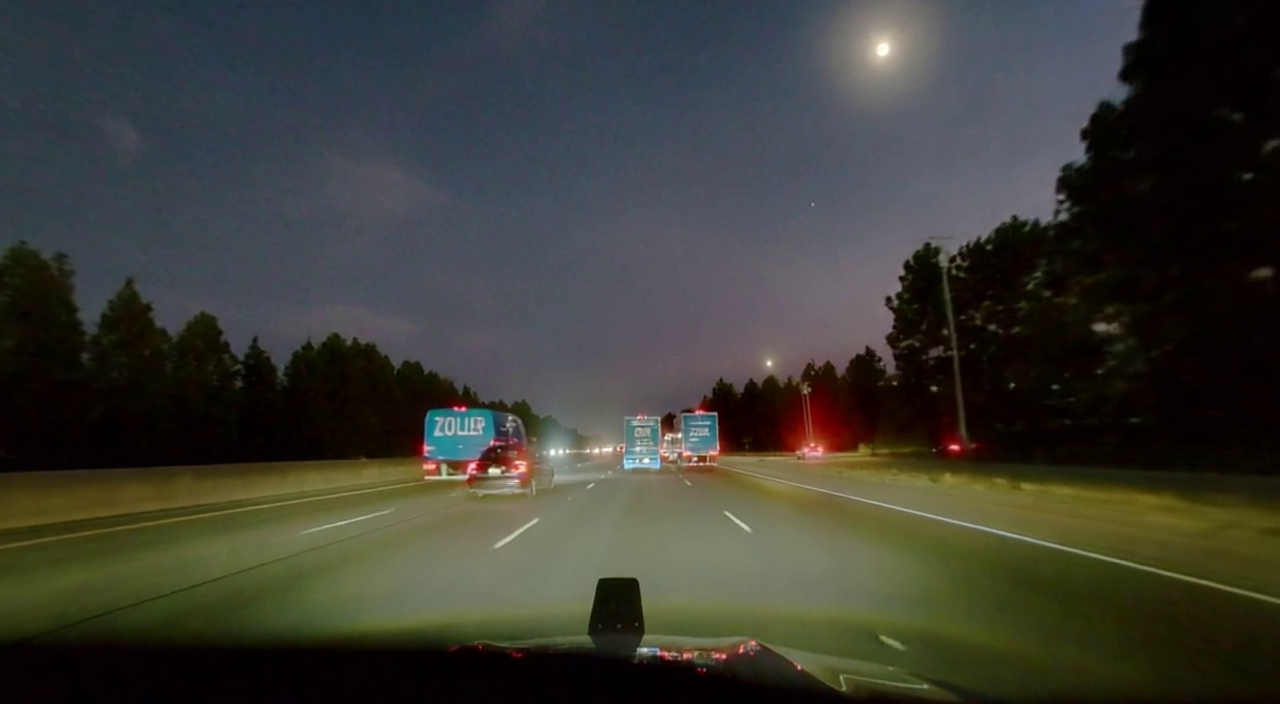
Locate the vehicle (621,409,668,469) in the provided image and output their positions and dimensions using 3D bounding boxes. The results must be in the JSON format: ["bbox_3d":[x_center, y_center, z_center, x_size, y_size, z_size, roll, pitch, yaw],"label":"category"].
[{"bbox_3d":[0.259,6.802,48.717,3.201,4.019,10.918,0,-9,0],"label":"vehicle"}]

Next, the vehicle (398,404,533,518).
[{"bbox_3d":[-3.757,2.425,14.299,2.033,2.234,3.490,0,-9,0],"label":"vehicle"}]
